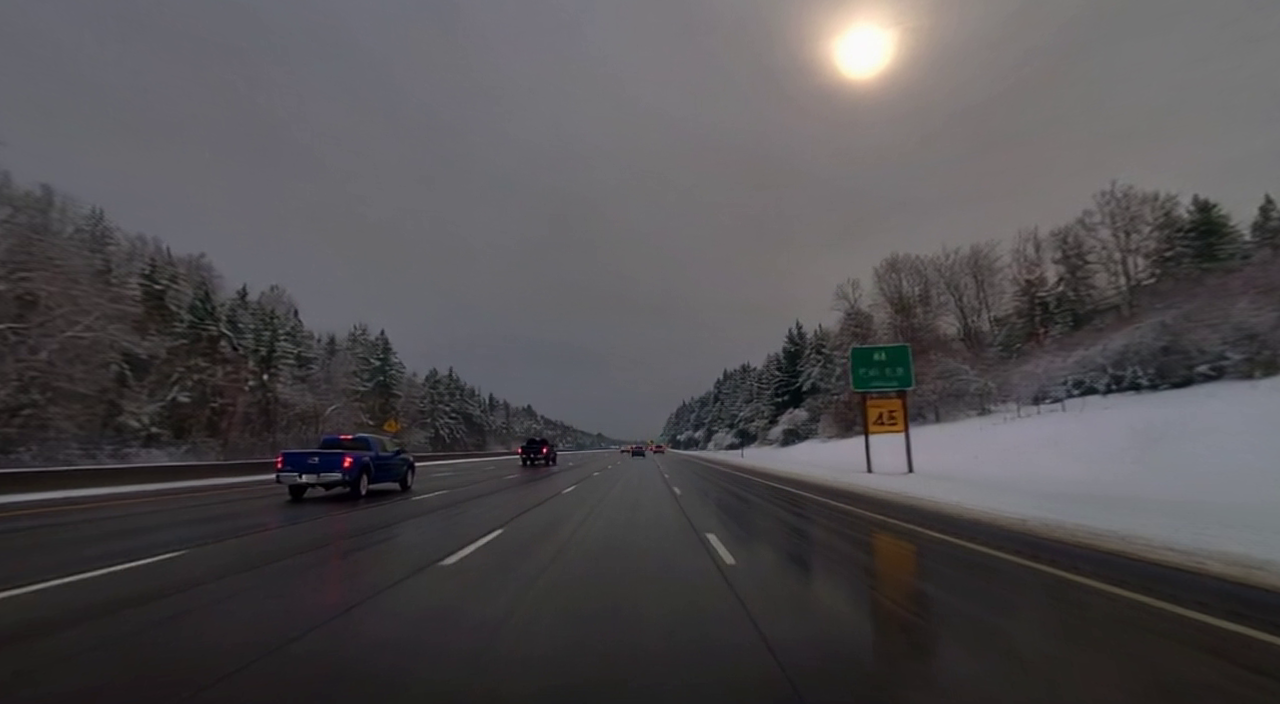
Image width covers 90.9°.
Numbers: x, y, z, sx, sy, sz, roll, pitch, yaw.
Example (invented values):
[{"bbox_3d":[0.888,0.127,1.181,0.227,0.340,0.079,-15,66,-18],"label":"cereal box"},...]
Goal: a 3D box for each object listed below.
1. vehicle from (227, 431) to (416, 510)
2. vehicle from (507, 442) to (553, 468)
[{"bbox_3d":[-7.279,2.732,15.099,1.965,1.567,4.686,0,-8,1],"label":"vehicle"},{"bbox_3d":[-6.714,6.287,38.847,1.919,1.499,4.234,0,-8,2],"label":"vehicle"}]
